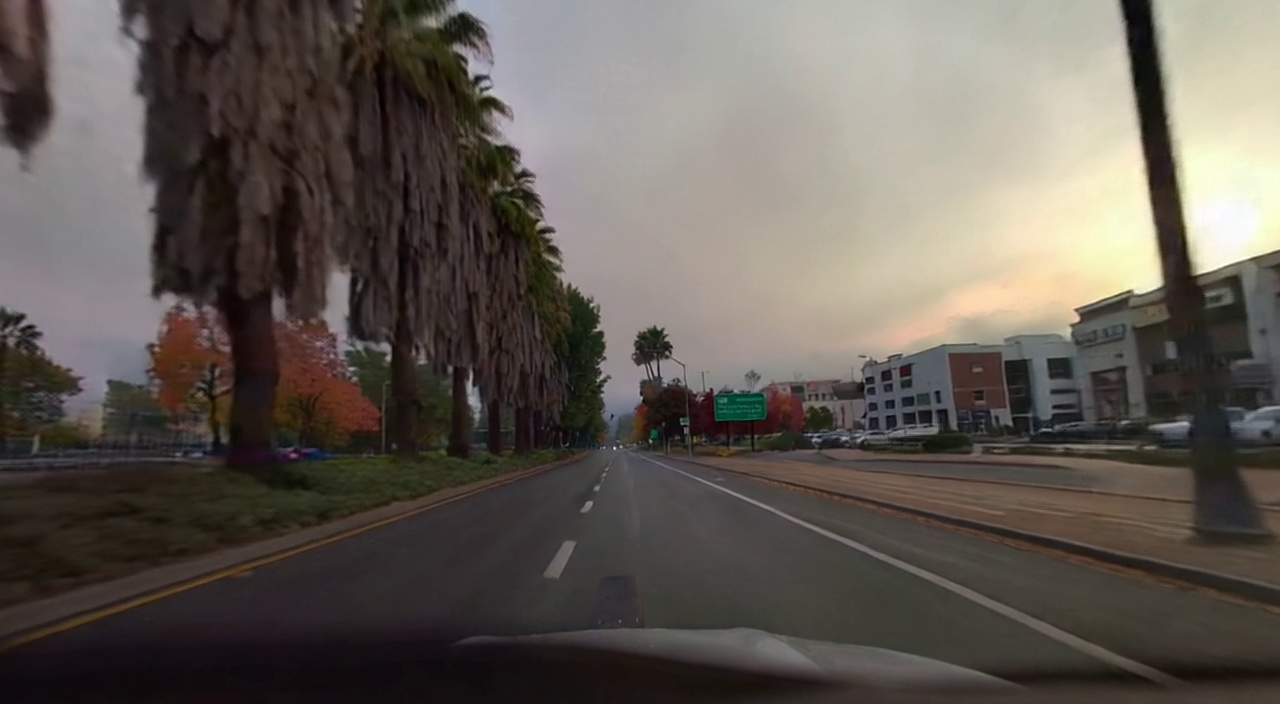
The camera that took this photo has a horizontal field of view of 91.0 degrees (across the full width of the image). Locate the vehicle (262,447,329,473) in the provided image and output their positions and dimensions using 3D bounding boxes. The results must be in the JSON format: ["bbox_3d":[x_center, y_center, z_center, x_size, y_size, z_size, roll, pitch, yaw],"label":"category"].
[{"bbox_3d":[-23.088,7.221,42.399,1.994,1.652,4.570,1,-9,-2],"label":"vehicle"}]
